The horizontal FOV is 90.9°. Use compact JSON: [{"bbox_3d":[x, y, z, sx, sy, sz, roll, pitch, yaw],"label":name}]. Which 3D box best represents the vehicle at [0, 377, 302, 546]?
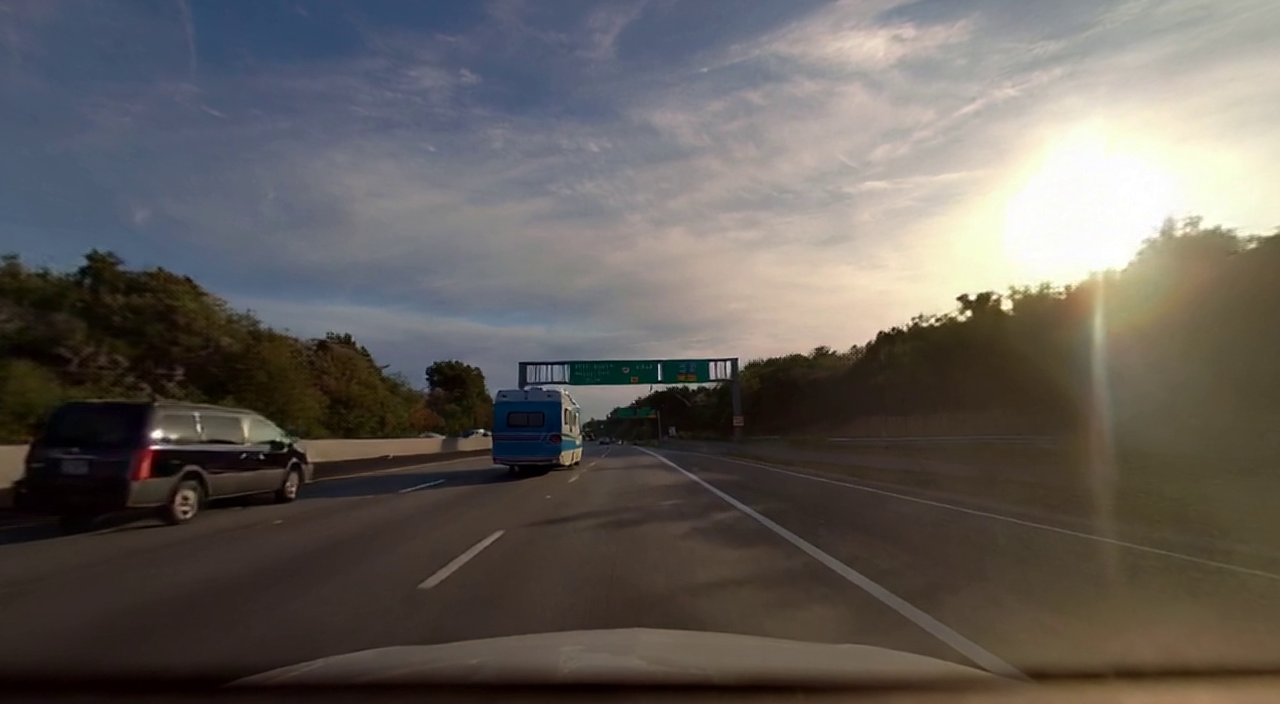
[{"bbox_3d":[-7.092,1.487,9.160,2.045,1.873,4.202,0,-7,-1],"label":"vehicle"}]

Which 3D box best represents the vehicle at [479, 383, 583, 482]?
[{"bbox_3d":[-3.917,3.121,24.484,2.676,3.269,7.388,0,-7,0],"label":"vehicle"}]
